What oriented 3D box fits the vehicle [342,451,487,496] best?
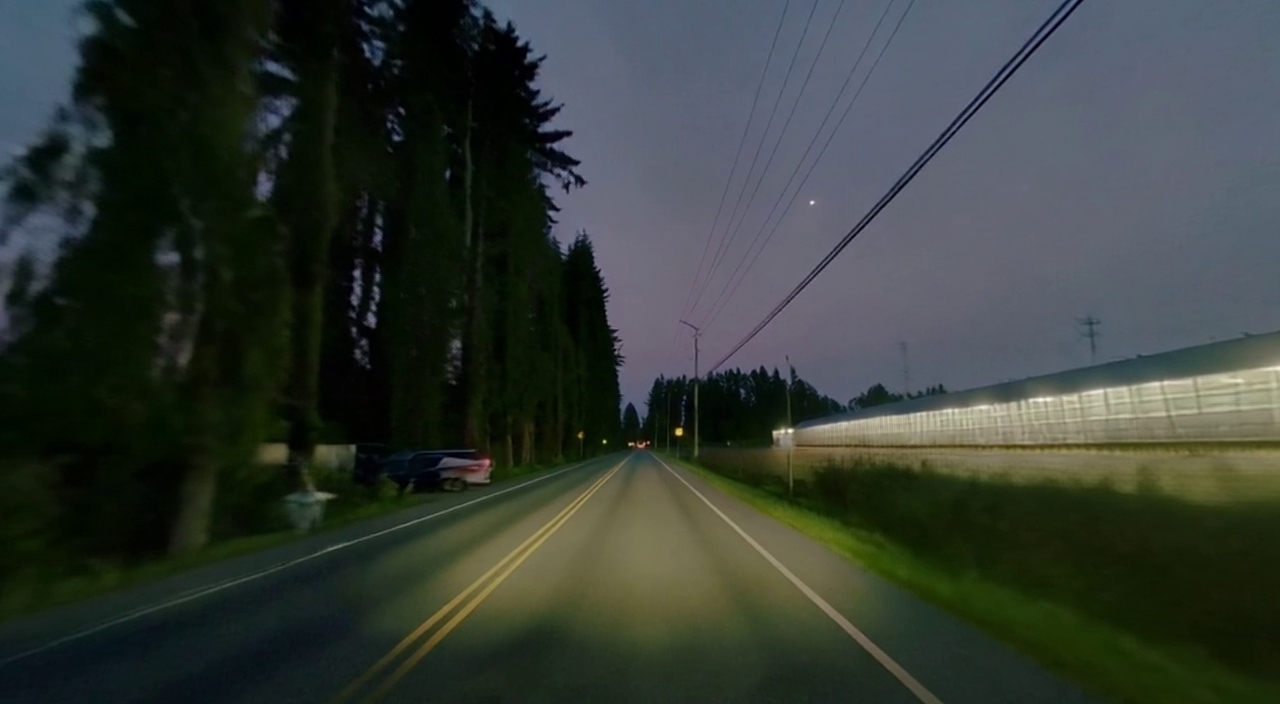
[{"bbox_3d":[-8.139,4.415,23.108,4.525,1.499,1.934,-1,-8,1],"label":"vehicle"}]
